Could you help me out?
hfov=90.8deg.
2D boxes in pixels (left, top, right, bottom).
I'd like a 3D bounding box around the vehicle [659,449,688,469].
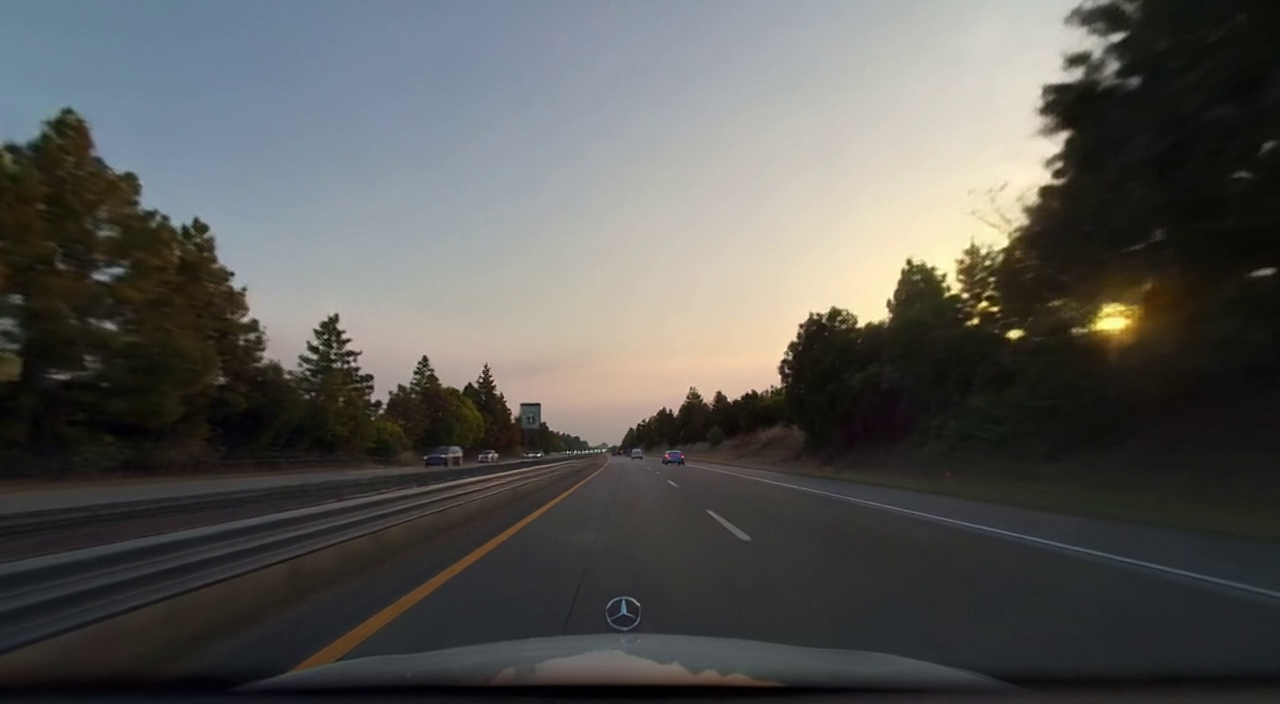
[{"bbox_3d":[2.589,8.357,49.393,1.870,1.486,3.858,0,-9,-3],"label":"vehicle"}]
